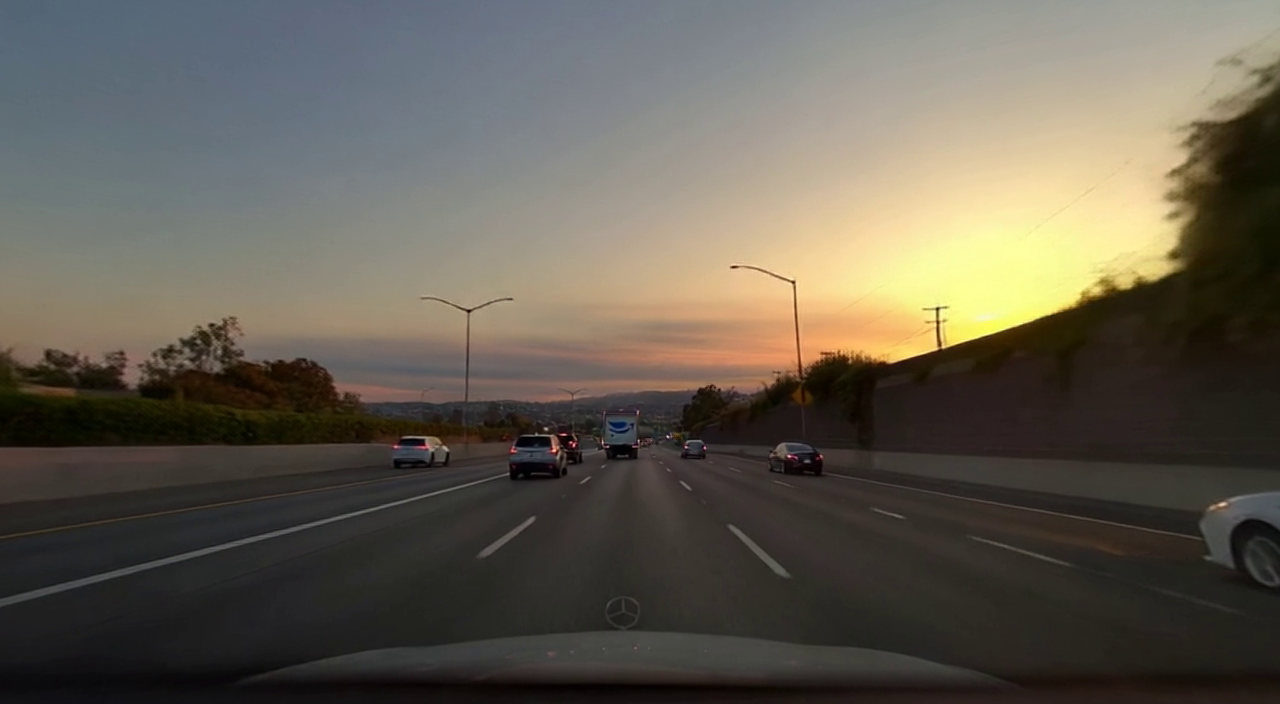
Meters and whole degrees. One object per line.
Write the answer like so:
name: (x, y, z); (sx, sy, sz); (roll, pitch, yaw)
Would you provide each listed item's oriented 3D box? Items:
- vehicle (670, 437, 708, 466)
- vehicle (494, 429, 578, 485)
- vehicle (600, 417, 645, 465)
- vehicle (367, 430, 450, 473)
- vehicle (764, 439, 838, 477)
vehicle: (2.996, 6.153, 38.971); (2.067, 1.654, 3.985); (0, -8, 1)
vehicle: (-3.405, 3.536, 21.497); (2.095, 1.688, 4.188); (0, -8, 1)
vehicle: (-0.966, 5.502, 38.783); (2.456, 2.705, 6.251); (0, -8, 1)
vehicle: (-10.146, 4.404, 27.968); (2.023, 1.739, 4.229); (0, -8, 0)
vehicle: (6.977, 4.648, 27.848); (1.970, 1.499, 4.491); (1, -8, -2)
